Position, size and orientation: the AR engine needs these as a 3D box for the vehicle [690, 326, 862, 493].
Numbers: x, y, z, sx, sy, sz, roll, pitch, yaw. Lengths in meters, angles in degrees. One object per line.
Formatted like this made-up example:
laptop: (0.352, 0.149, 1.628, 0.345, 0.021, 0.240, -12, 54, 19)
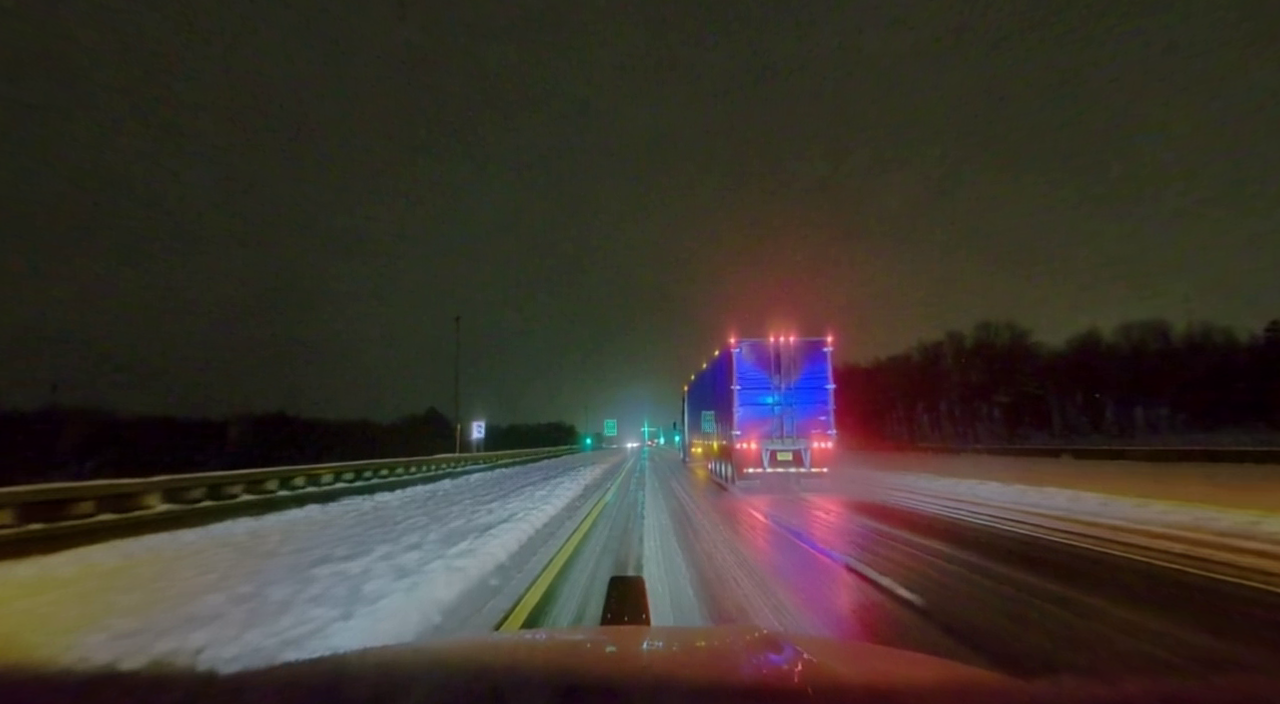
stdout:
vehicle: (4.269, 2.520, 24.115, 3.615, 4.578, 13.539, 0, -8, 0)
